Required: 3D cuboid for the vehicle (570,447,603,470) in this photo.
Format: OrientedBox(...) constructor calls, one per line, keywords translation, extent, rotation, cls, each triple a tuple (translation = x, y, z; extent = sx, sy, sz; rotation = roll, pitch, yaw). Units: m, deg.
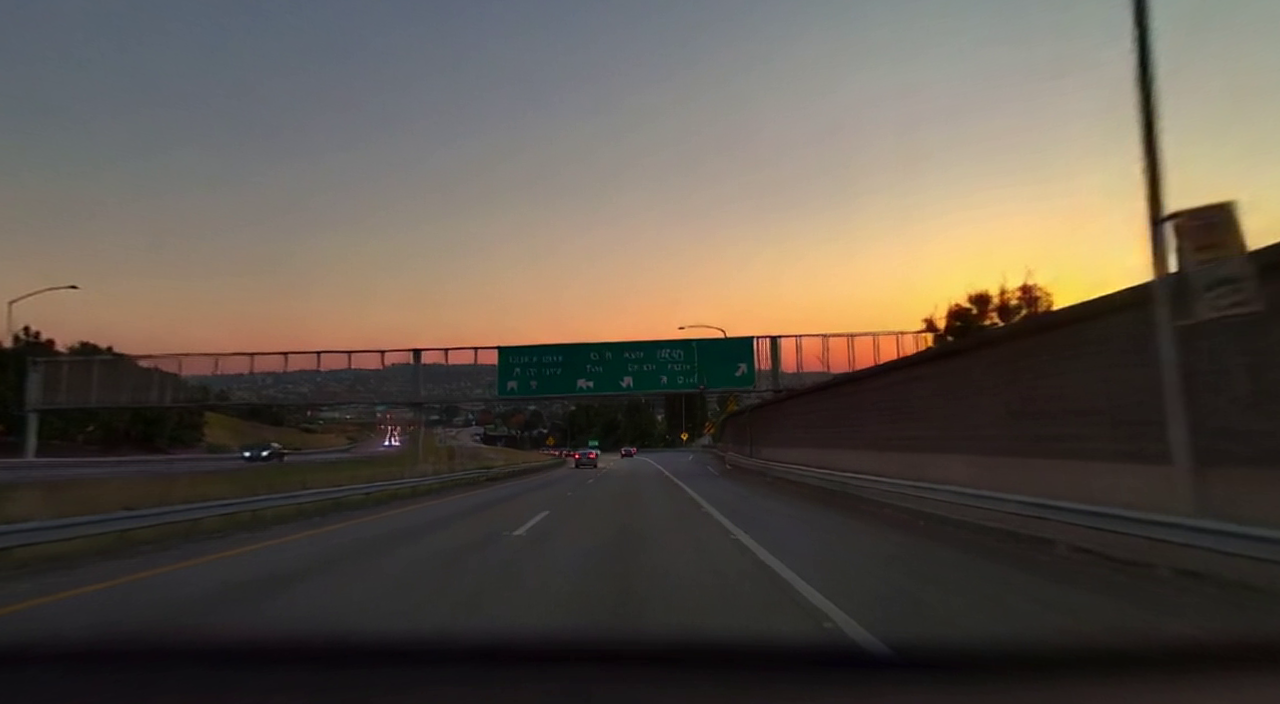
OrientedBox(translation=(-4.066, 8.127, 48.230), extent=(2.234, 1.588, 4.484), rotation=(1, -9, -1), cls="vehicle")
